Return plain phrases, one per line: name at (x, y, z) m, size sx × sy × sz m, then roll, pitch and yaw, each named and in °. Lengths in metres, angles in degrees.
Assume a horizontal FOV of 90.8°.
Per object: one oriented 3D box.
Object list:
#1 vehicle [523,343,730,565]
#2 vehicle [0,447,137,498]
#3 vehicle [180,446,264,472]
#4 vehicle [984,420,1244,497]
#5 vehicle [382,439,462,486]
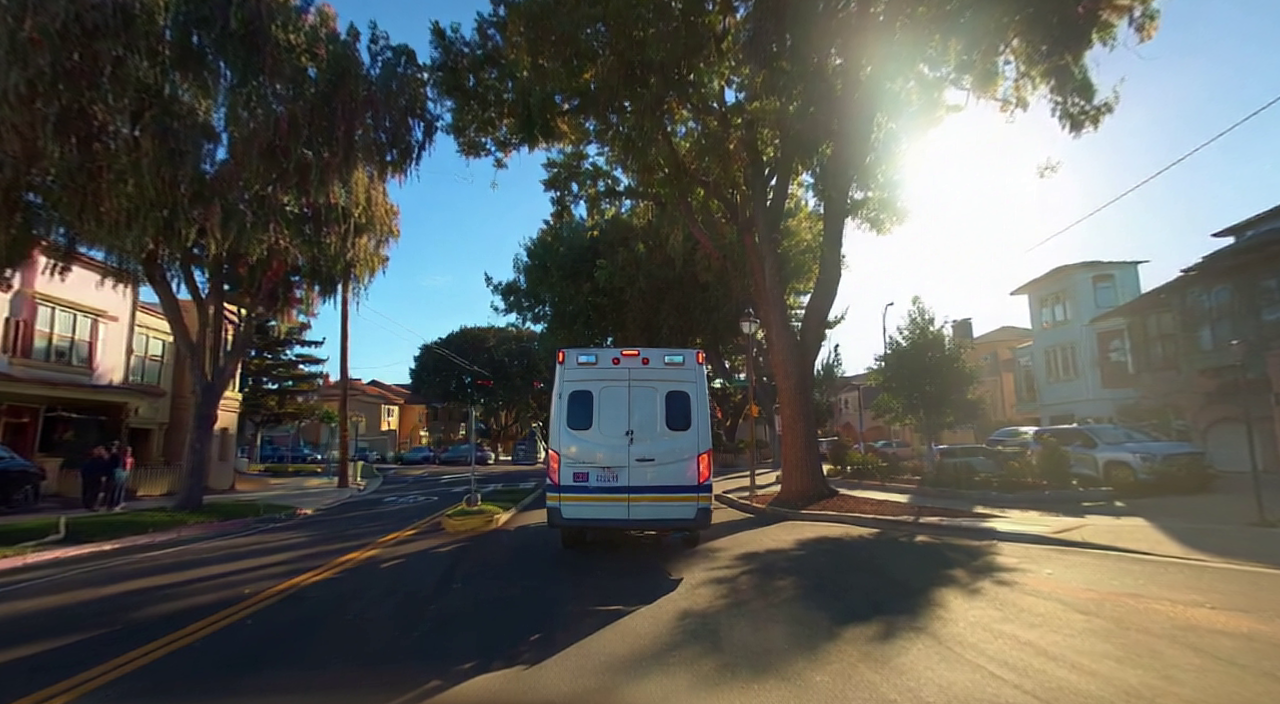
vehicle at (-0.180, 1.595, 10.342) m, size 2.444 × 2.640 × 5.482 m, roll 0°, pitch -8°, yaw 0°
vehicle at (-18.893, 3.758, 19.847) m, size 4.412 × 1.468 × 1.914 m, roll 0°, pitch -8°, yaw -3°
vehicle at (-29.656, 7.582, 45.023) m, size 4.616 × 1.738 × 1.974 m, roll 3°, pitch -9°, yaw -23°
vehicle at (13.088, 2.995, 17.926) m, size 5.270 × 1.966 × 2.329 m, roll -2°, pitch -9°, yaw 11°
vehicle at (-9.289, 4.573, 26.609) m, size 2.290 × 1.776 × 4.947 m, roll 4°, pitch -10°, yaw -28°
